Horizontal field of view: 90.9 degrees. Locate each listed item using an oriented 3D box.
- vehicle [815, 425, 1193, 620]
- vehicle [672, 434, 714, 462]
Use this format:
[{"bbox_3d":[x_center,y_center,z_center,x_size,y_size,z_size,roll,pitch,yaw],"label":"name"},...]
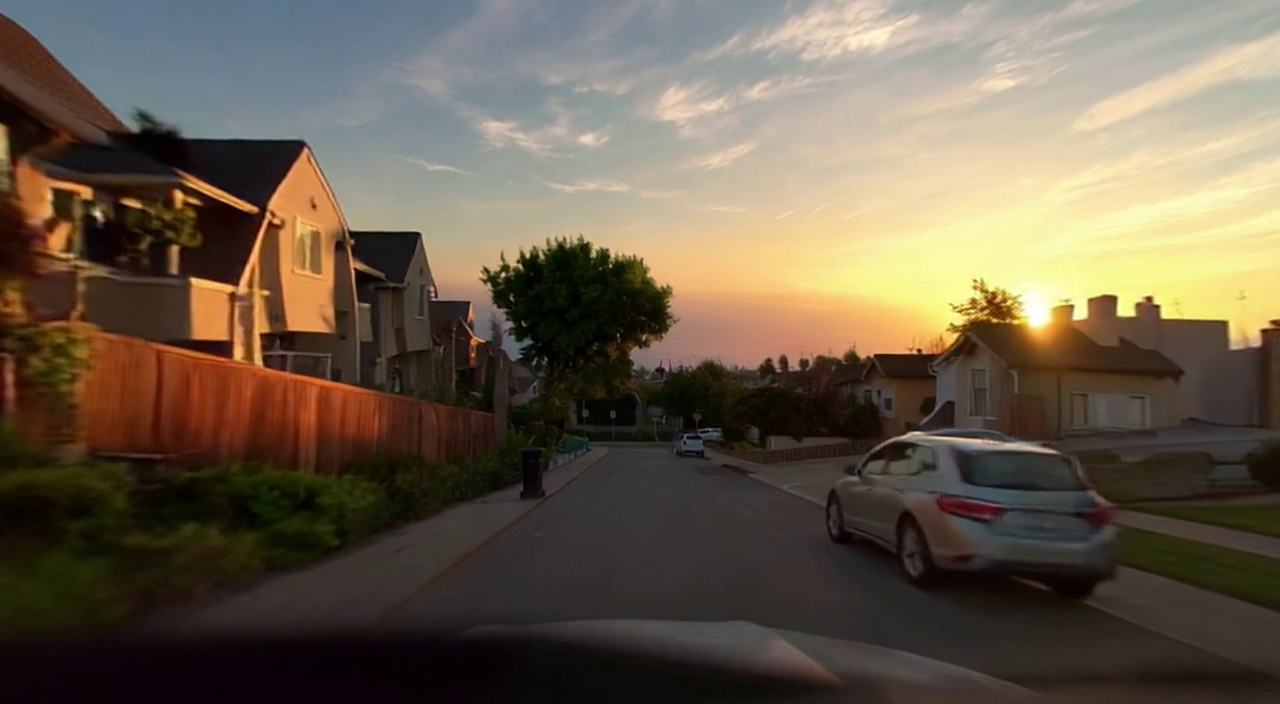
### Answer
[{"bbox_3d":[3.353,1.561,6.815,1.838,1.496,3.735,0,-7,0],"label":"vehicle"},{"bbox_3d":[3.077,5.607,37.126,1.955,1.498,4.046,0,-7,-3],"label":"vehicle"}]
